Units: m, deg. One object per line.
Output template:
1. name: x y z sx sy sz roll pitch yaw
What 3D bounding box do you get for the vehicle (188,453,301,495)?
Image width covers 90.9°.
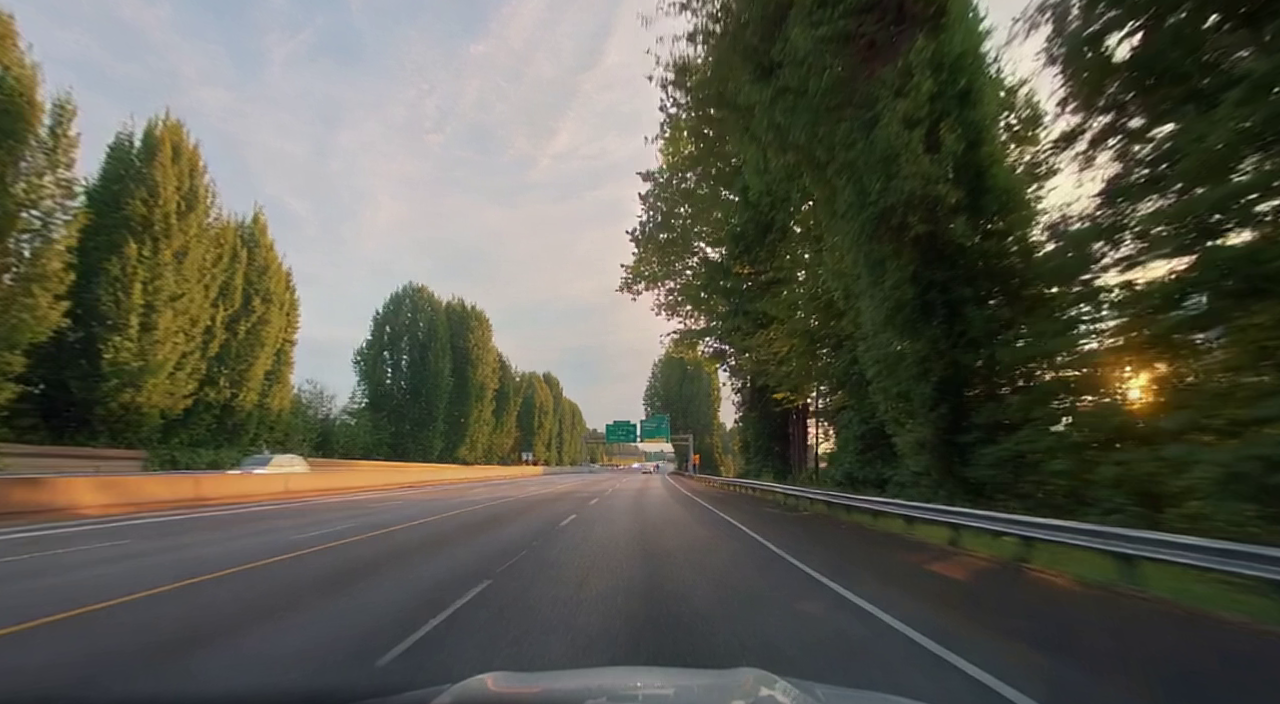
1. vehicle: -16.253 5.037 26.181 1.898 1.547 4.194 1 -10 0
